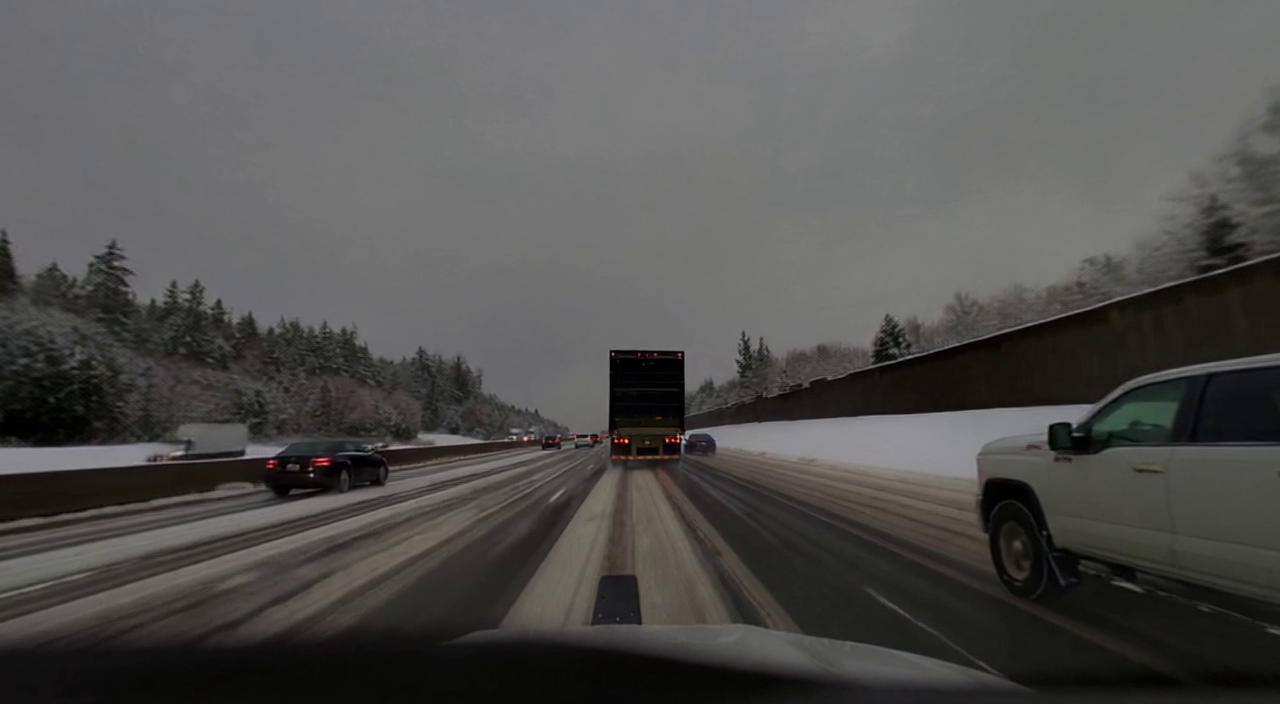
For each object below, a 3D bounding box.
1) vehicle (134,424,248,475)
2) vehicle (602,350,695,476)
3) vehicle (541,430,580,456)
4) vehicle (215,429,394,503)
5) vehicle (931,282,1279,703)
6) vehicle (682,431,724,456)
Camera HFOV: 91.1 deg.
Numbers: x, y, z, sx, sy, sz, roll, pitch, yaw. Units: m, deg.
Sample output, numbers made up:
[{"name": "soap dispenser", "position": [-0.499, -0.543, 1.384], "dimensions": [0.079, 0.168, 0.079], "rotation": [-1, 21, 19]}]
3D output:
[{"name": "vehicle", "position": [-27.349, 5.940, 38.701], "dimensions": [2.282, 2.848, 6.389], "rotation": [0, -8, -1]}, {"name": "vehicle", "position": [0.014, 2.596, 24.981], "dimensions": [2.904, 3.915, 10.473], "rotation": [0, -8, -3]}, {"name": "vehicle", "position": [-5.199, 6.029, 41.802], "dimensions": [2.134, 1.650, 4.133], "rotation": [0, -8, -1]}, {"name": "vehicle", "position": [-7.660, 2.610, 14.917], "dimensions": [2.059, 1.500, 4.001], "rotation": [0, -8, -1]}, {"name": "vehicle", "position": [3.632, 0.693, 2.918], "dimensions": [2.118, 1.832, 4.901], "rotation": [0, -8, -1]}, {"name": "vehicle", "position": [3.900, 5.773, 39.893], "dimensions": [2.044, 1.508, 4.716], "rotation": [0, -8, -2]}]
